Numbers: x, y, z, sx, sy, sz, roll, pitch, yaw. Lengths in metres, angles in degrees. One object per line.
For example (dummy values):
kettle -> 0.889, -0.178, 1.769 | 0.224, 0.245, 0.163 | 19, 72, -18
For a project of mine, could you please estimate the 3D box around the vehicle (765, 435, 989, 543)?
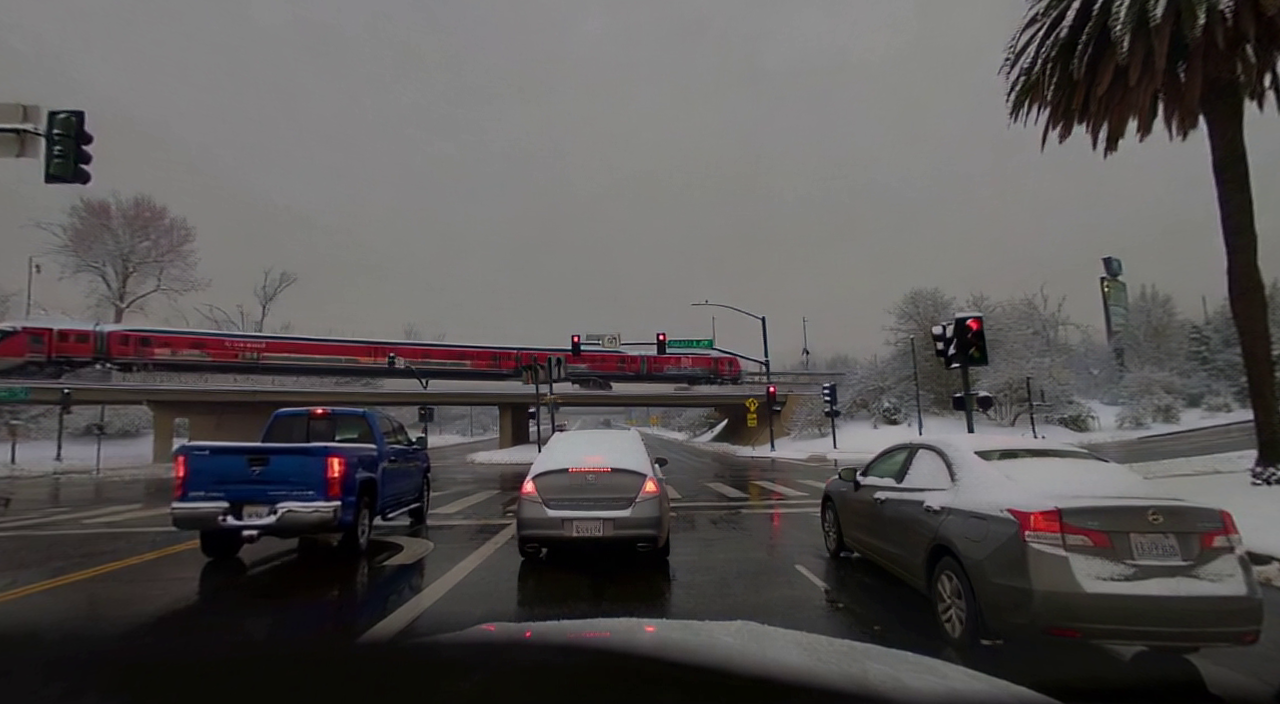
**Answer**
vehicle -> 3.700, 2.210, 10.927 | 1.965, 1.448, 4.486 | 0, -9, -3

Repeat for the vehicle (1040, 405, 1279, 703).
vehicle -> 3.880, 0.889, 2.143 | 2.052, 1.496, 4.541 | 0, -9, 0

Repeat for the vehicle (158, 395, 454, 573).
vehicle -> -4.317, 1.795, 9.459 | 2.078, 1.838, 5.448 | 1, -9, -8

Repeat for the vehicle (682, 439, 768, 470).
vehicle -> 4.189, 5.143, 31.924 | 1.878, 1.428, 4.416 | 5, -10, -32

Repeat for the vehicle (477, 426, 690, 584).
vehicle -> -0.637, 1.775, 8.185 | 2.035, 1.491, 4.090 | 0, -9, -3
